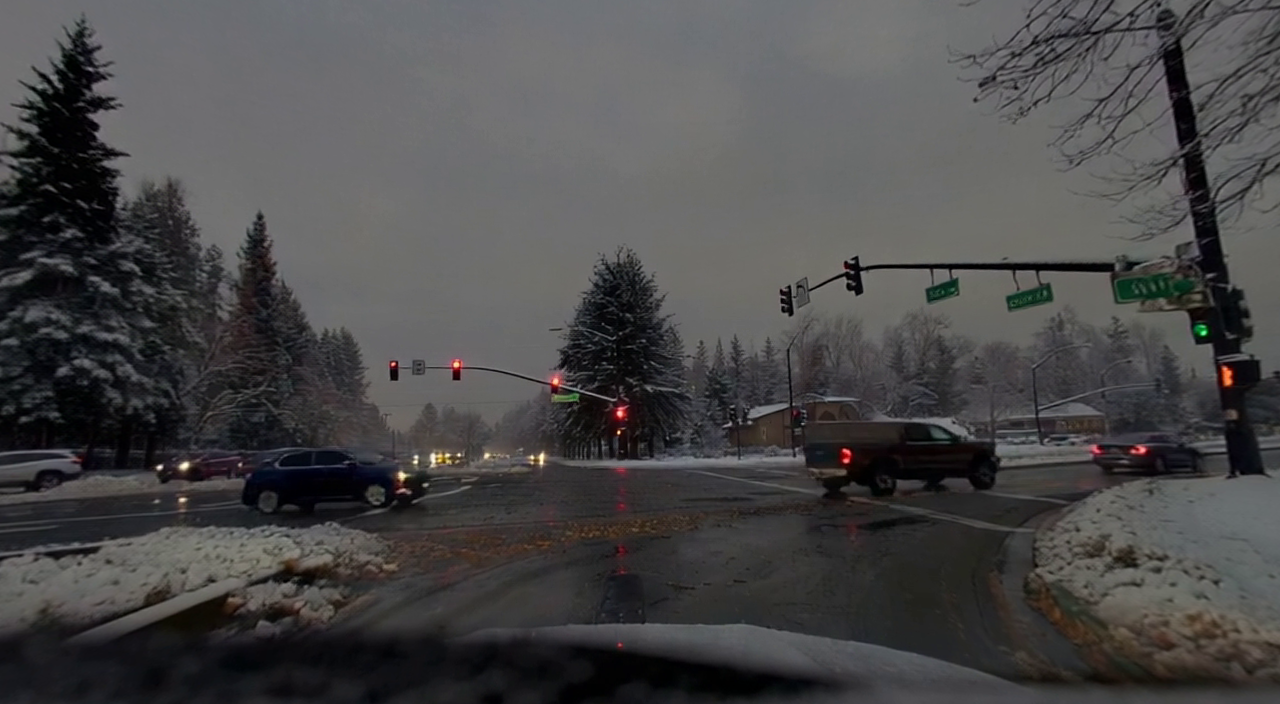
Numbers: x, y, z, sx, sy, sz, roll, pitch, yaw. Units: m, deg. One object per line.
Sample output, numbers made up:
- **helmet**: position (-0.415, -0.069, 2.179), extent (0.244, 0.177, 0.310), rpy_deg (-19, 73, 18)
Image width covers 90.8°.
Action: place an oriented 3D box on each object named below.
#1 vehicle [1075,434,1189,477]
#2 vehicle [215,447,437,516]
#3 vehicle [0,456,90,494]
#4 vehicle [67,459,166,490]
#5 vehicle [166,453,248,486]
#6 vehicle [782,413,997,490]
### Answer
- **vehicle**: position (18.564, 3.857, 23.762), extent (4.728, 1.471, 1.957), rpy_deg (6, -10, -35)
- **vehicle**: position (-7.555, 3.052, 15.283), extent (4.702, 1.468, 1.999), rpy_deg (-3, -9, 19)
- **vehicle**: position (-31.195, 6.265, 32.457), extent (2.142, 1.723, 4.692), rpy_deg (1, -9, -9)
- **vehicle**: position (-28.406, 6.626, 34.499), extent (1.965, 1.448, 4.553), rpy_deg (1, -9, -9)
- **vehicle**: position (-24.979, 6.755, 36.641), extent (2.081, 1.670, 4.376), rpy_deg (1, -9, -8)
- **vehicle**: position (7.262, 2.856, 18.335), extent (5.896, 1.937, 2.358), rpy_deg (4, -10, -26)
